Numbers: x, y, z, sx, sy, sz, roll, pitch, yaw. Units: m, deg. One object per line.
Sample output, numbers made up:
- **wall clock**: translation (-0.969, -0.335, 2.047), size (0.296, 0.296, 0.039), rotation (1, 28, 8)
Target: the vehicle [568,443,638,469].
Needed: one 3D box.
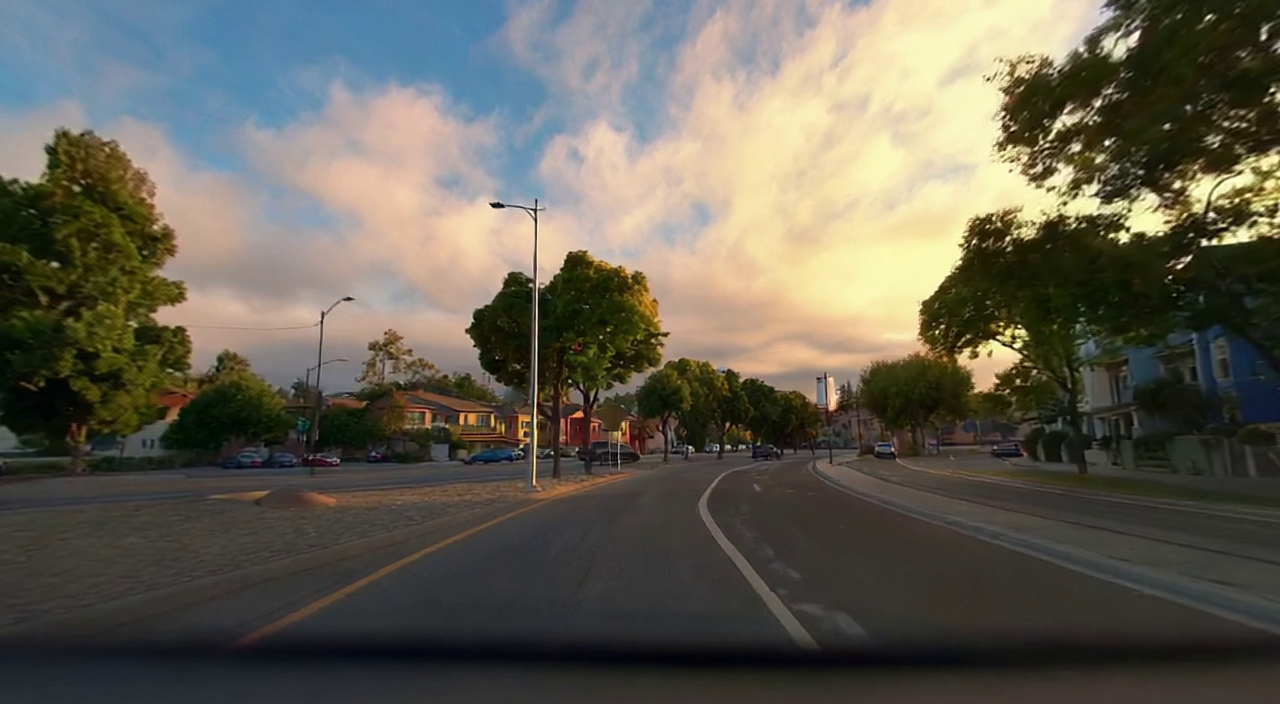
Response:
- **vehicle**: translation (-2.218, 6.467, 39.473), size (2.081, 1.489, 4.863), rotation (-5, -10, 29)
